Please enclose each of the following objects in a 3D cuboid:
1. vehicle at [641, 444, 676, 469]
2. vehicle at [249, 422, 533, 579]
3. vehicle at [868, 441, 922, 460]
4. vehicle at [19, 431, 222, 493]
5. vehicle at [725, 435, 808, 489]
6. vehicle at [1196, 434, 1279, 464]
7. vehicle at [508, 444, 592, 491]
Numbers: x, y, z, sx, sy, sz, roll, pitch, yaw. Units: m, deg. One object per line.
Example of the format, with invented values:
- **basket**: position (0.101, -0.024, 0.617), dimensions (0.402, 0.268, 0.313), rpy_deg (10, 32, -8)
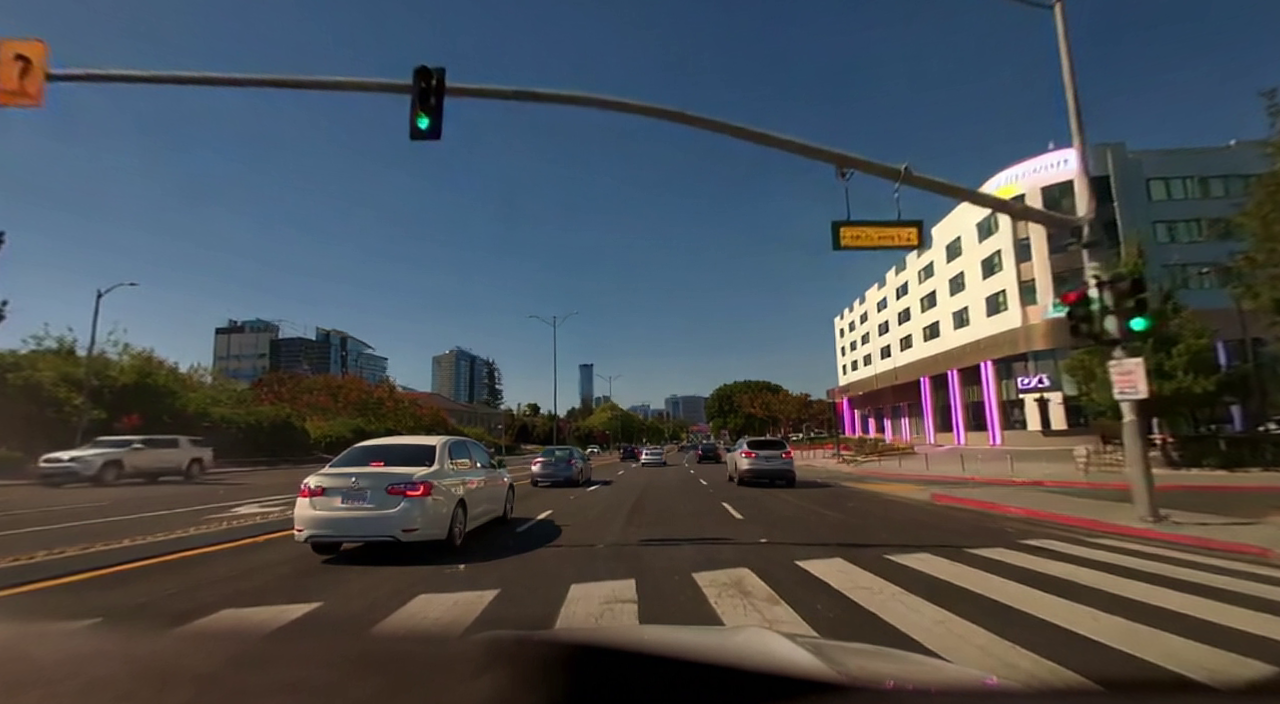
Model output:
- **vehicle**: position (1.228, 6.678, 40.428), dimensions (2.164, 1.477, 3.988), rpy_deg (-1, -8, 3)
- **vehicle**: position (-2.918, 1.846, 8.705), dimensions (2.118, 1.568, 4.436), rpy_deg (0, -8, 0)
- **vehicle**: position (19.307, 7.448, 47.717), dimensions (3.368, 1.389, 1.595), rpy_deg (0, -8, -7)
- **vehicle**: position (-18.975, 4.035, 23.605), dimensions (2.359, 1.973, 5.881), rpy_deg (-1, -8, 3)
- **vehicle**: position (4.275, 3.788, 22.035), dimensions (2.103, 1.699, 4.171), rpy_deg (-1, -8, 1)
- **vehicle**: position (32.112, 5.076, 33.055), dimensions (1.842, 1.448, 4.443), rpy_deg (-1, -8, 1)
- **vehicle**: position (-2.964, 3.900, 21.687), dimensions (1.980, 1.454, 4.226), rpy_deg (-1, -8, 4)
